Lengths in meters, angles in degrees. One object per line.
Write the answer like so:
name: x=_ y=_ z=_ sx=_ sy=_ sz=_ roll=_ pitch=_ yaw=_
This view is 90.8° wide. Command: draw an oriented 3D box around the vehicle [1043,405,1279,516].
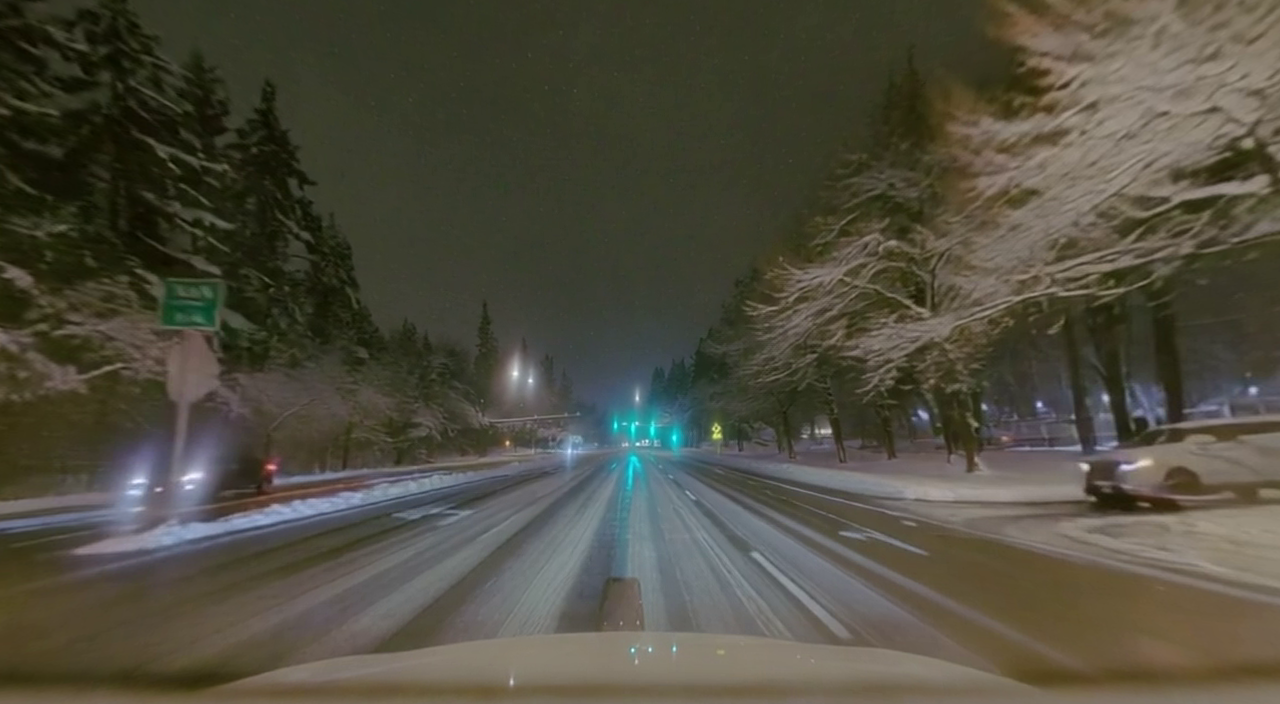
vehicle: x=12.342 y=2.221 z=13.603 sx=5.581 sy=1.926 sz=2.324 roll=-4 pitch=-7 yaw=0

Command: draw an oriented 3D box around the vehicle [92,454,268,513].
vehicle: x=-13.462 y=3.827 z=18.916 sx=1.892 sy=1.486 sz=4.487 roll=0 pitch=-8 yaw=0
